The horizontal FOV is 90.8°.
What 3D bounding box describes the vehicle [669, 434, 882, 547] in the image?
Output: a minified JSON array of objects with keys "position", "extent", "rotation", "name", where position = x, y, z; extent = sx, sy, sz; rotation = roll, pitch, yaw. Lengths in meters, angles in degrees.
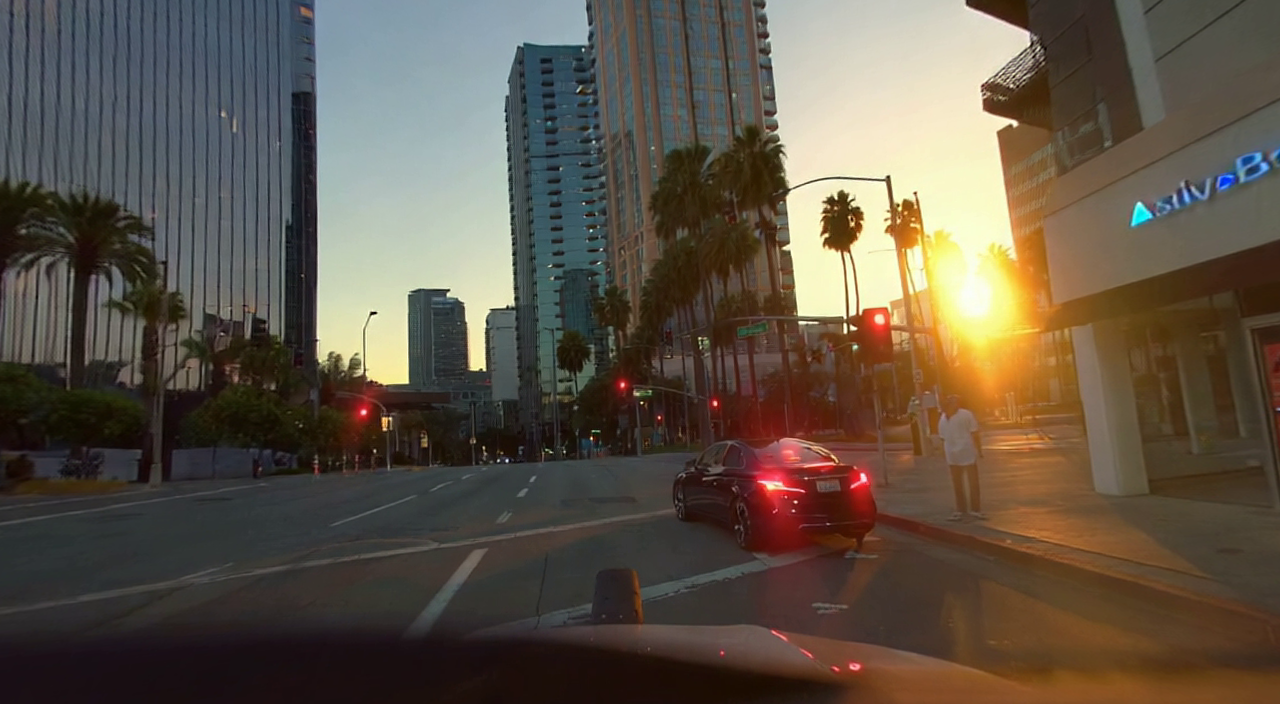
[{"position":[1.944,2.183,10.820],"extent":[2.090,1.466,4.676],"rotation":[1,-8,-7],"name":"vehicle"}]
